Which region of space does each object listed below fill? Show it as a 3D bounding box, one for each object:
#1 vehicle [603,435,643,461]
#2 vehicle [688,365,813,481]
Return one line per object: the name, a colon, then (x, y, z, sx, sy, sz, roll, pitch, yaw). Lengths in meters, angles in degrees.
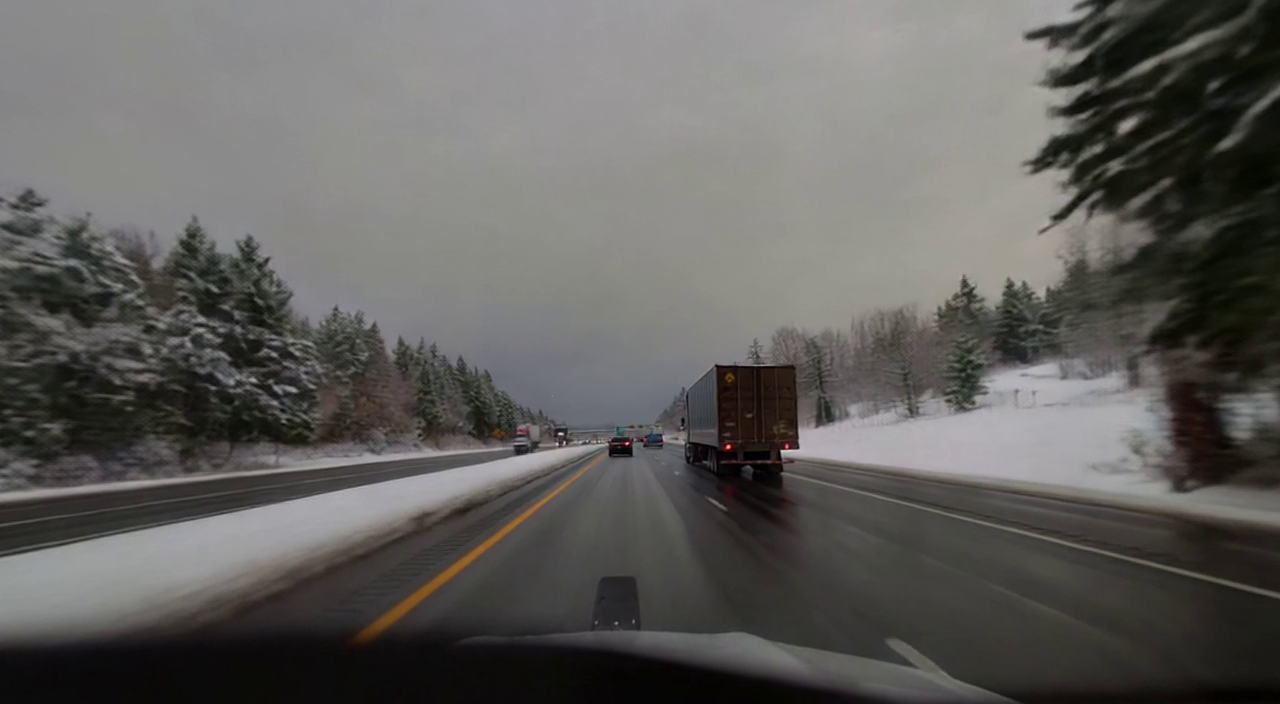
vehicle: (-0.994, 5.646, 37.326, 2.259, 1.466, 3.693, 0, -8, -1)
vehicle: (3.658, 2.678, 23.322, 2.921, 3.526, 8.207, 0, -8, -1)
